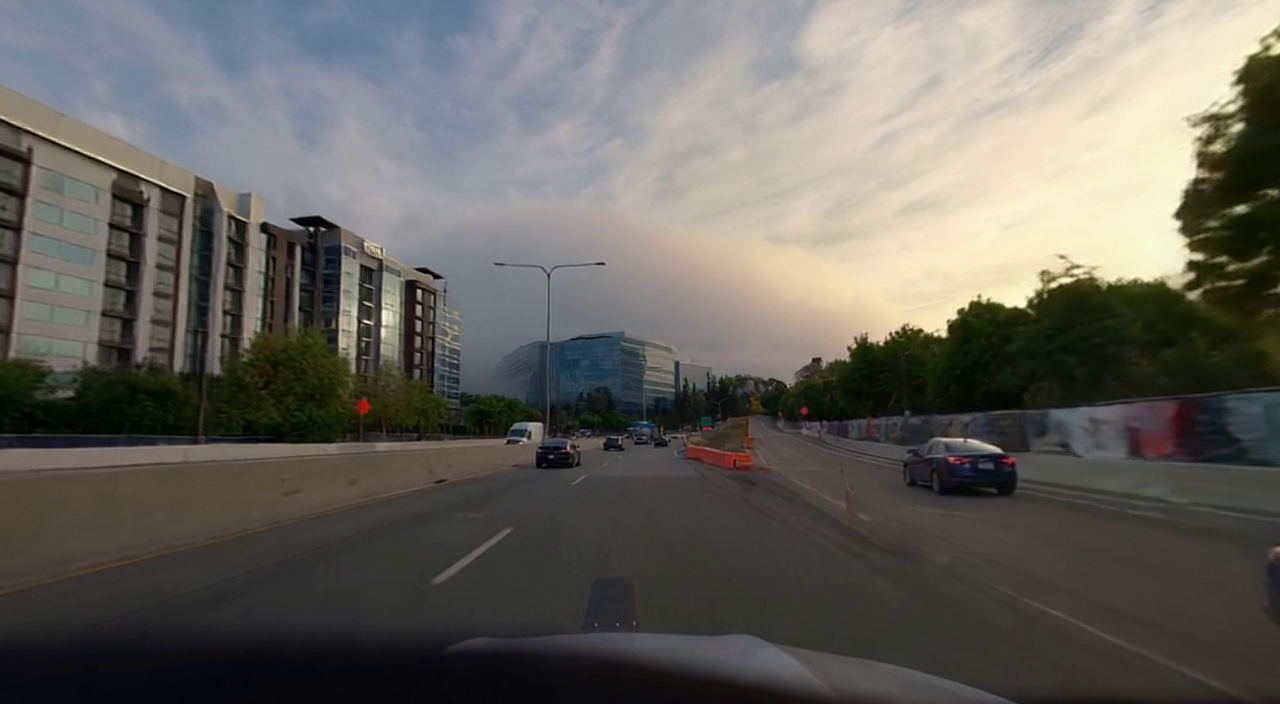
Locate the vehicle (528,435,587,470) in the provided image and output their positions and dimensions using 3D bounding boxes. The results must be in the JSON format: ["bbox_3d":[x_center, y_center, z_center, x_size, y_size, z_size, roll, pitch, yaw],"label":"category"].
[{"bbox_3d":[-3.453,4.263,27.054,1.848,1.406,4.013,0,-8,2],"label":"vehicle"}]

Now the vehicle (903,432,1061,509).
[{"bbox_3d":[7.608,2.615,14.474,1.913,1.499,3.581,-1,-8,6],"label":"vehicle"}]
